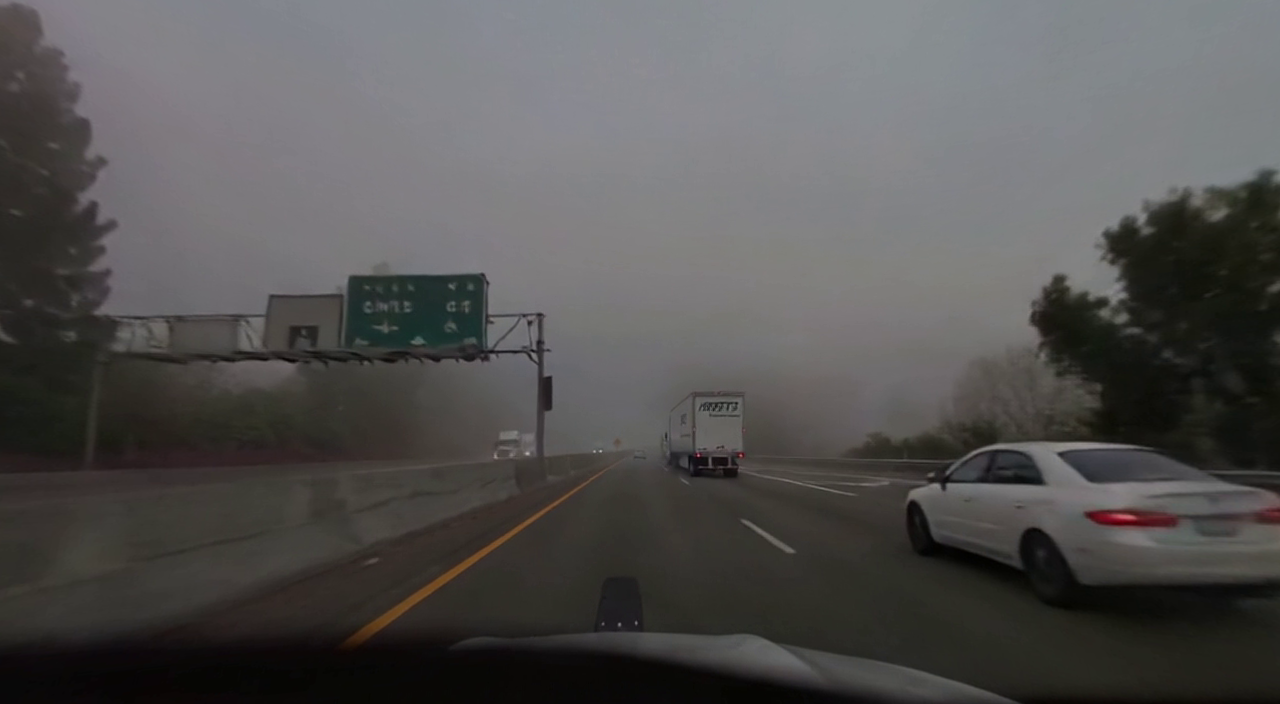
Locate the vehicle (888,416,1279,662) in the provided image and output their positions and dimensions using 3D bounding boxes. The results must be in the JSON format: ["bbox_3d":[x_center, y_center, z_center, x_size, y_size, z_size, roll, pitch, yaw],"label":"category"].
[{"bbox_3d":[4.191,1.460,5.954,1.917,1.471,4.149,0,-9,-1],"label":"vehicle"}]

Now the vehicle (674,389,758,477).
[{"bbox_3d":[3.926,4.878,36.360,2.926,4.060,14.068,0,-9,-1],"label":"vehicle"}]
